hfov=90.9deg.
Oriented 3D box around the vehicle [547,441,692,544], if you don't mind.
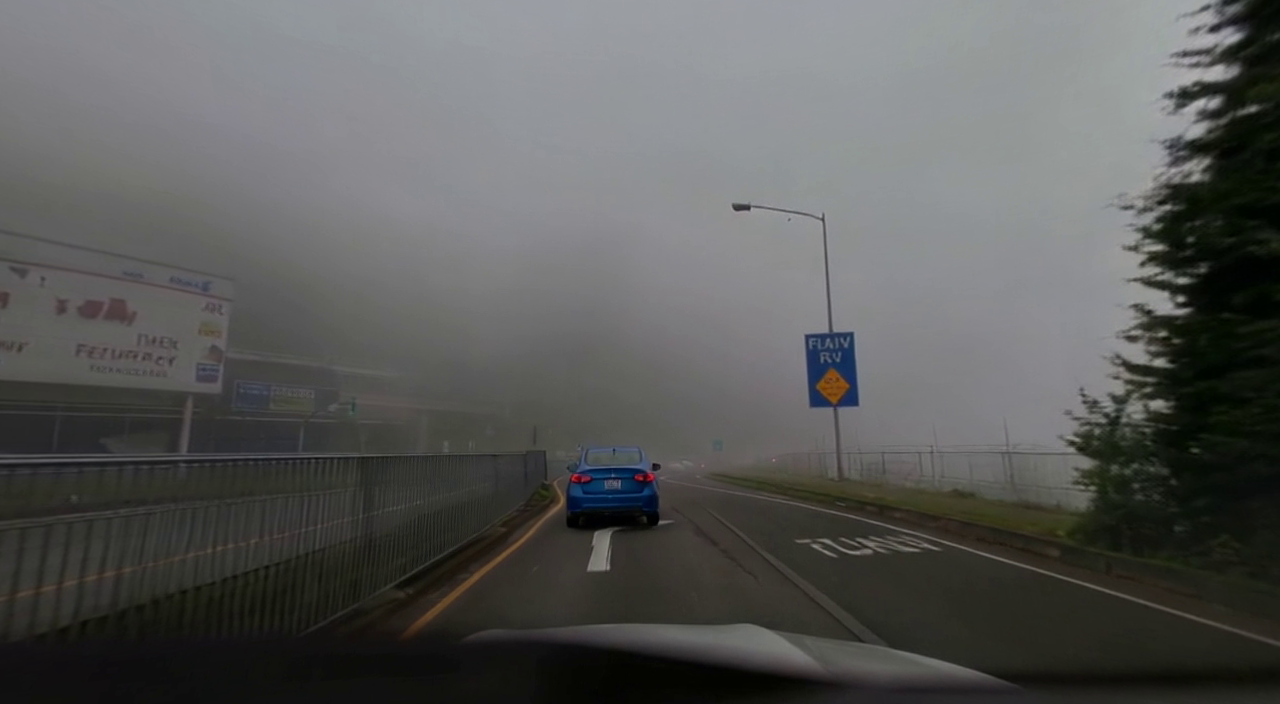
[{"bbox_3d":[-0.329,2.318,11.025,2.063,1.442,3.933,0,-9,-1],"label":"vehicle"}]
